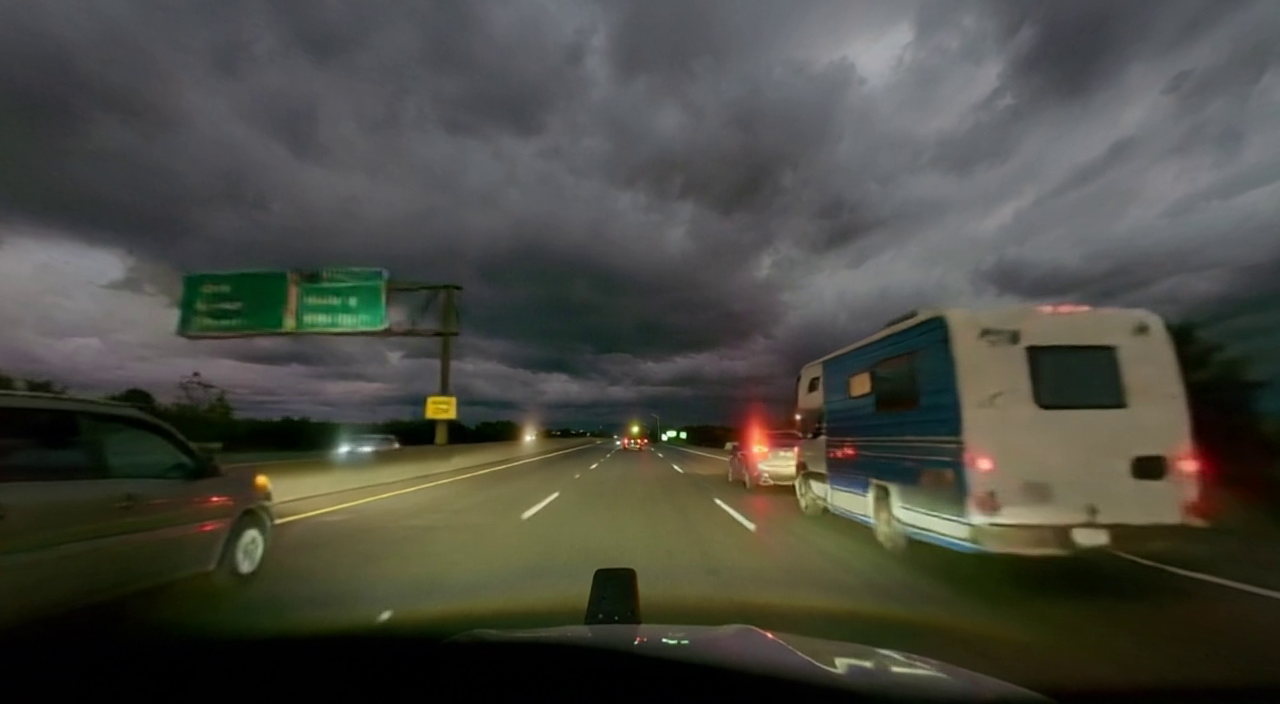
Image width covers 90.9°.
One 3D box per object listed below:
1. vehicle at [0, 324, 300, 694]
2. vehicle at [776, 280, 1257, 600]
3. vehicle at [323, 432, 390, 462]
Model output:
[{"bbox_3d":[-4.067,0.796,3.361,2.061,1.732,4.457,0,-8,-1],"label":"vehicle"},{"bbox_3d":[3.746,1.070,8.077,2.590,2.680,5.445,0,-8,-2],"label":"vehicle"},{"bbox_3d":[-16.341,5.481,36.601,1.947,1.633,4.262,0,-8,-1],"label":"vehicle"}]
